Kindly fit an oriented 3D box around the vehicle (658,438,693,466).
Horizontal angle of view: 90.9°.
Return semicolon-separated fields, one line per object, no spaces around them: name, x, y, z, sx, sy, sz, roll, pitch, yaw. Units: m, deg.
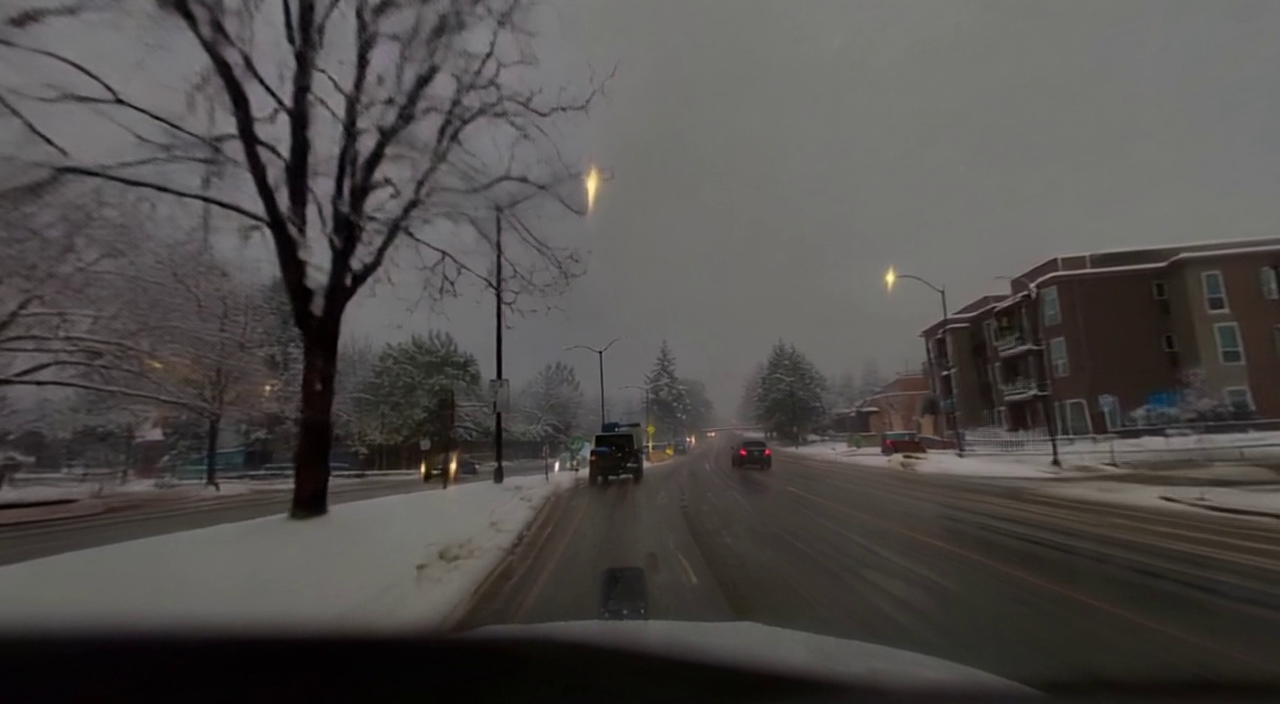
vehicle;2.496;6.934;43.728;2.222;1.841;4.031;-1;-9;5

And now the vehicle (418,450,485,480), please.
vehicle;-10.064;6.076;34.069;1.965;1.486;4.494;-1;-9;4

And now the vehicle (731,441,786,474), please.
vehicle;5.865;5.297;31.783;2.075;1.486;4.316;-1;-9;2

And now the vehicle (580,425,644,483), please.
vehicle;-1.064;4.212;26.127;2.396;2.143;4.824;0;-9;-1
